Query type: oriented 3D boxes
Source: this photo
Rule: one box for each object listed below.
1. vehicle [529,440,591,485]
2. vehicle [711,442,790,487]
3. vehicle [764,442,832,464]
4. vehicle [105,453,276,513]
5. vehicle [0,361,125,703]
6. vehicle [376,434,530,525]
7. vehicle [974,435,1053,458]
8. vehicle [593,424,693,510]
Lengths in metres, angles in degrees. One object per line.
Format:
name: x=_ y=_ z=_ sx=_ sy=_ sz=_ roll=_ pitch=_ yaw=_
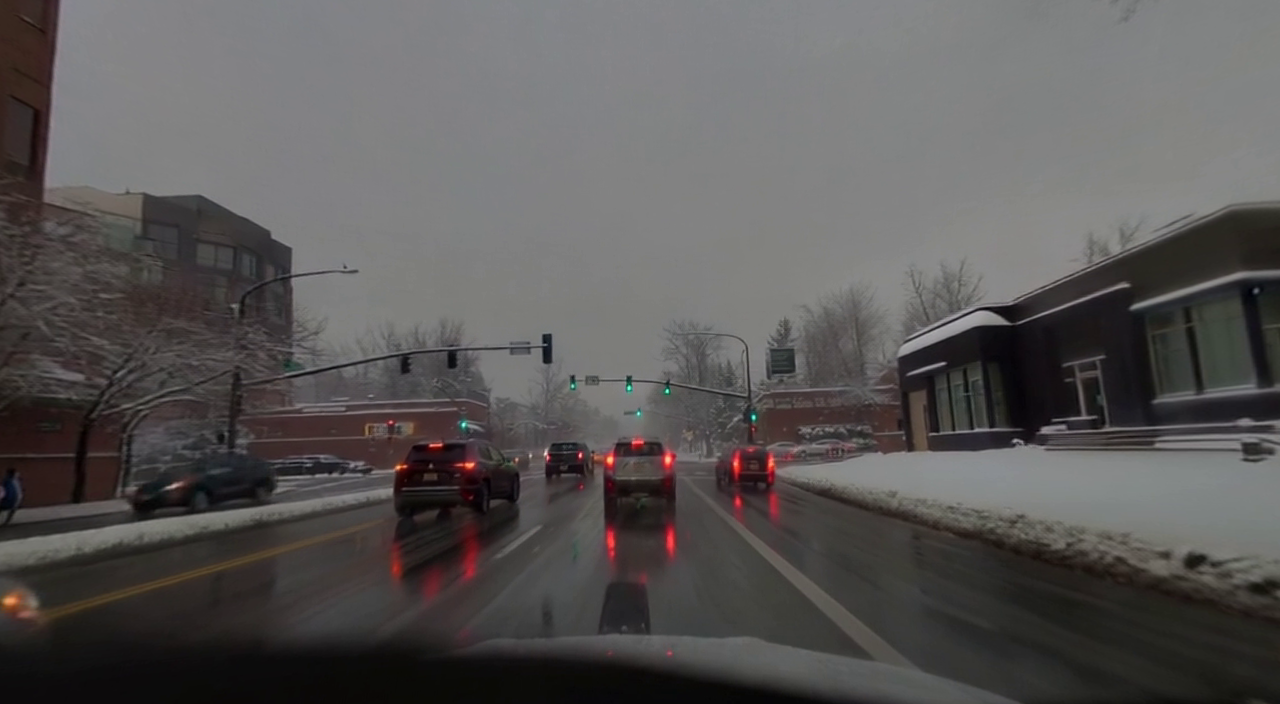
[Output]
vehicle: x=-3.162 y=4.436 z=25.610 sx=1.894 sy=1.642 sz=3.861 roll=0 pitch=-8 yaw=2
vehicle: x=3.931 y=4.078 z=23.230 sx=1.986 sy=1.457 sz=4.566 roll=0 pitch=-8 yaw=-1
vehicle: x=11.545 y=7.350 z=46.034 sx=4.736 sy=1.526 sz=1.878 roll=5 pitch=-9 yaw=-29
vehicle: x=-14.678 y=4.254 z=21.012 sx=2.115 sy=1.654 sz=4.727 roll=0 pitch=-8 yaw=1
vehicle: x=-3.324 y=0.592 z=0.485 sx=1.975 sy=1.624 sz=4.481 roll=0 pitch=-8 yaw=1
vehicle: x=-3.711 y=2.586 z=13.410 sx=1.886 sy=1.599 sz=4.247 roll=0 pitch=-8 yaw=1
vehicle: x=26.500 y=6.738 z=44.894 sx=4.361 sy=1.478 sz=1.909 roll=-3 pitch=-9 yaw=12
vehicle: x=0.090 y=2.699 z=15.229 sx=2.075 sy=1.770 sz=4.018 roll=0 pitch=-8 yaw=1
